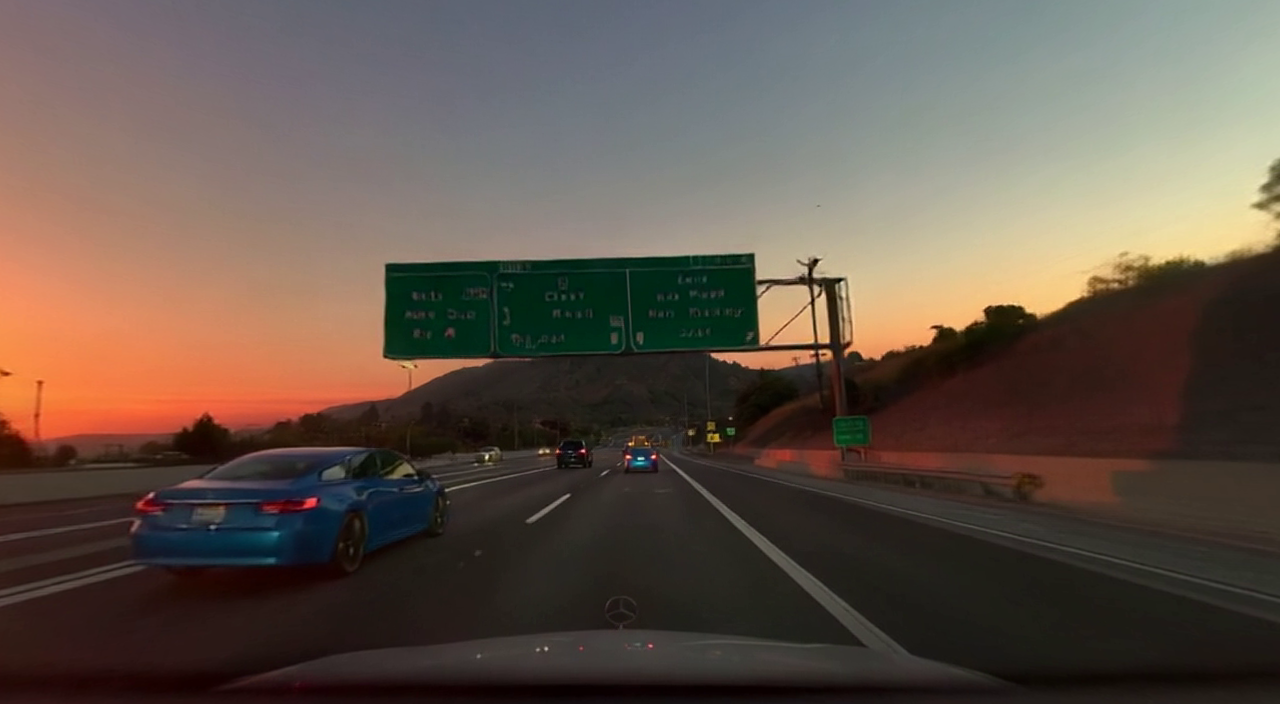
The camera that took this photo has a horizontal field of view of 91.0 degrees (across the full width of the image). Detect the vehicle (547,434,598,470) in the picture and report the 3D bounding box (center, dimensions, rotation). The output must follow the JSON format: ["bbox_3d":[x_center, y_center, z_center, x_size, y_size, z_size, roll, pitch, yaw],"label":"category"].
[{"bbox_3d":[-3.730,5.681,35.880,2.264,1.901,4.647,0,-9,2],"label":"vehicle"}]

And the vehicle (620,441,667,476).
[{"bbox_3d":[0.179,5.054,30.165,2.086,1.548,4.325,0,-9,1],"label":"vehicle"}]
